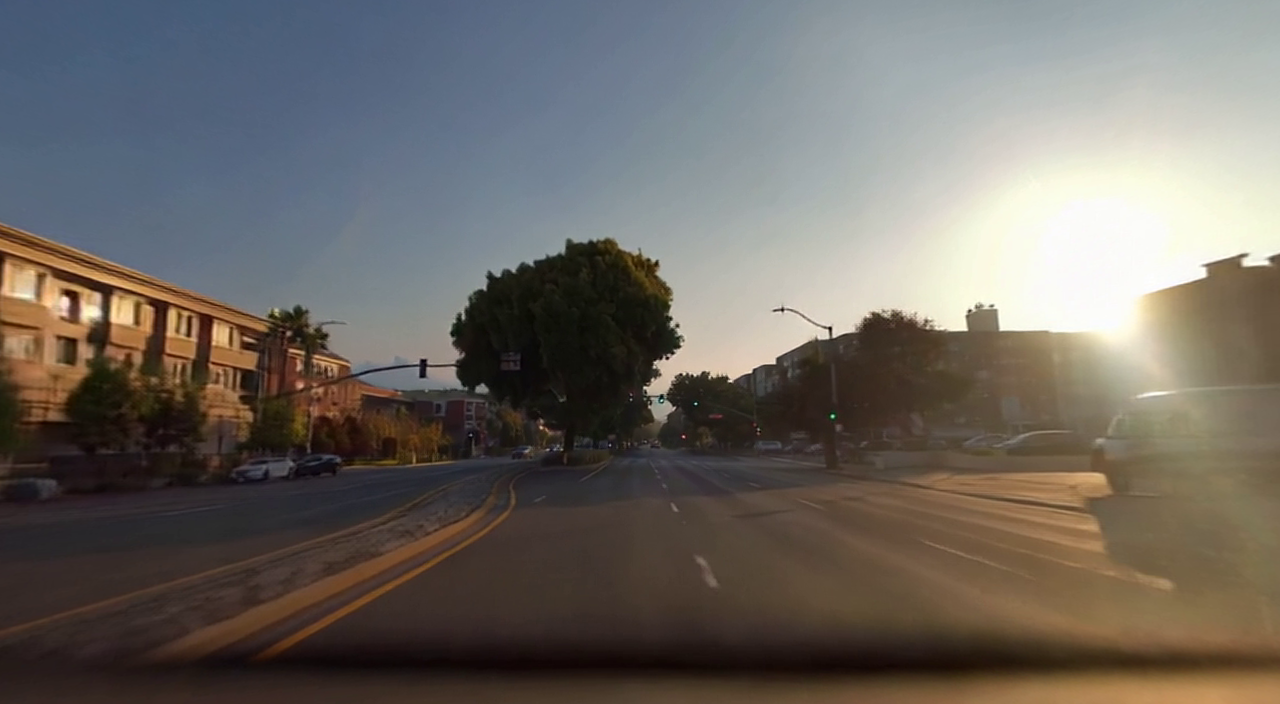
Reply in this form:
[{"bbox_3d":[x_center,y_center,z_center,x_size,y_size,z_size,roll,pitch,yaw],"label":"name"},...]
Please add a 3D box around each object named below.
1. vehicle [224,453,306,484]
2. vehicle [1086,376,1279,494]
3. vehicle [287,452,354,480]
[{"bbox_3d":[-20.054,6.235,33.966,1.713,1.499,4.040,-1,-9,3],"label":"vehicle"},{"bbox_3d":[18.041,2.523,19.153,6.639,3.312,2.759,-1,-9,3],"label":"vehicle"},{"bbox_3d":[-19.907,7.089,39.607,1.911,1.458,4.547,-1,-7,-1],"label":"vehicle"}]
